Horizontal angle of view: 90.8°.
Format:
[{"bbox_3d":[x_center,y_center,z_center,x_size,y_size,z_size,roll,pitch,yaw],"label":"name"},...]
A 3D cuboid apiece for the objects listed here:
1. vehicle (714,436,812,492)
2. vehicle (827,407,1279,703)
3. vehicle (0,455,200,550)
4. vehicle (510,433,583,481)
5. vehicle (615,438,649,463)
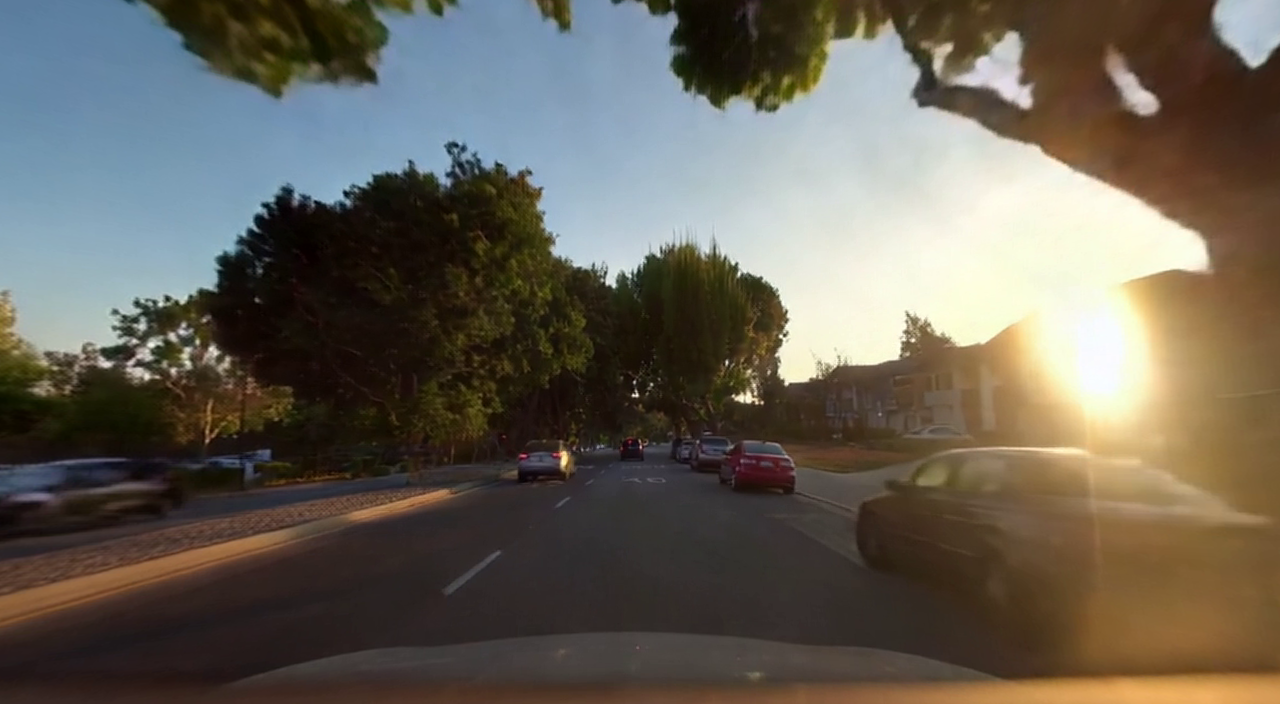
[{"bbox_3d":[3.657,3.426,19.791,2.019,1.495,4.755,0,-8,-1],"label":"vehicle"},{"bbox_3d":[3.286,1.359,5.420,2.006,1.518,4.534,-1,-8,1],"label":"vehicle"},{"bbox_3d":[-11.530,2.911,12.887,2.167,1.497,4.256,0,-8,-2],"label":"vehicle"},{"bbox_3d":[-3.552,4.085,24.959,2.129,1.668,4.722,0,-8,1],"label":"vehicle"},{"bbox_3d":[-0.516,6.568,42.380,2.142,1.548,4.273,0,-8,0],"label":"vehicle"}]
